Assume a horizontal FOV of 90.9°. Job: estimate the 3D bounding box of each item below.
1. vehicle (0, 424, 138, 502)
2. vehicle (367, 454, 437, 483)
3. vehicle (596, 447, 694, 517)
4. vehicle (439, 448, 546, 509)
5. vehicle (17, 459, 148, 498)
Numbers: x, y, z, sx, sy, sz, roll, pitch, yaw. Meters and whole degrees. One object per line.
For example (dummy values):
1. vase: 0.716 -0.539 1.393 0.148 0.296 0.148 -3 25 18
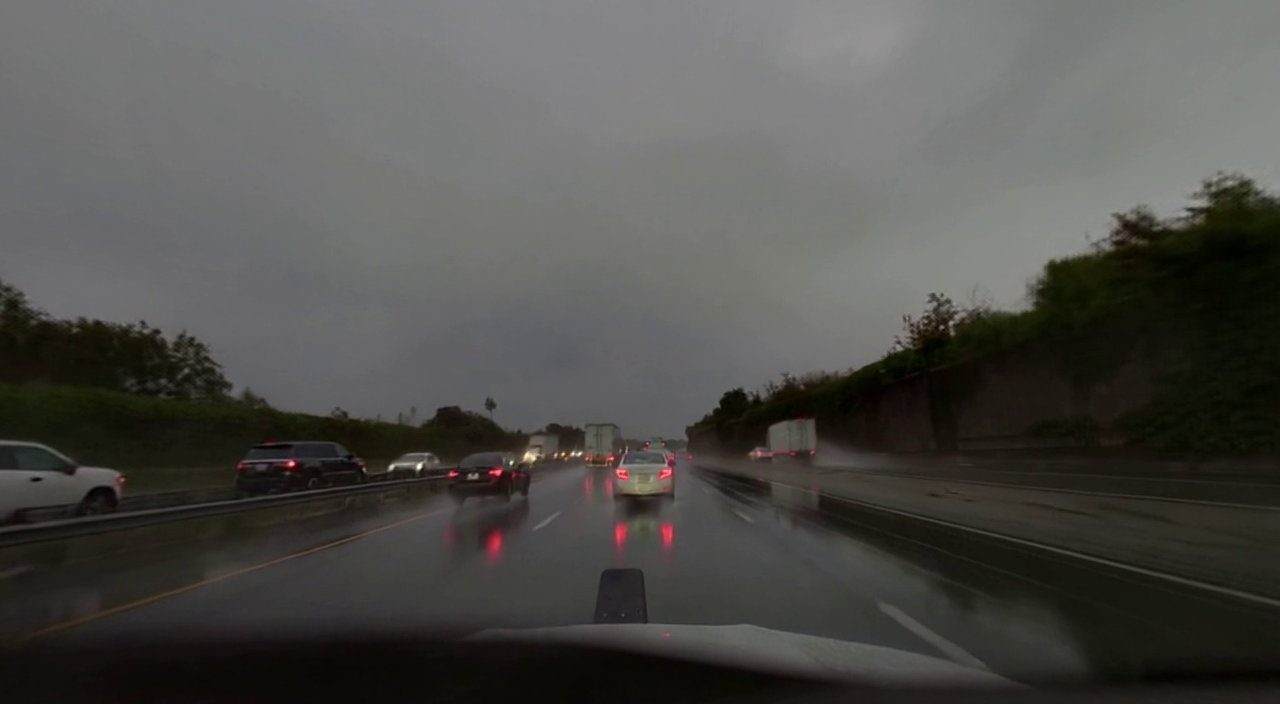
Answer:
1. vehicle: -32.169 5.436 30.898 2.803 3.665 14.746 0 -9 1
2. vehicle: -13.293 6.535 35.565 1.940 1.482 4.610 -1 -9 3
3. vehicle: 0.122 3.069 15.349 2.057 1.449 3.931 0 -9 1
4. vehicle: -4.034 3.532 18.043 1.929 1.509 4.331 0 -9 1
5. vehicle: -27.794 6.283 31.707 1.962 1.694 4.917 0 -9 2
